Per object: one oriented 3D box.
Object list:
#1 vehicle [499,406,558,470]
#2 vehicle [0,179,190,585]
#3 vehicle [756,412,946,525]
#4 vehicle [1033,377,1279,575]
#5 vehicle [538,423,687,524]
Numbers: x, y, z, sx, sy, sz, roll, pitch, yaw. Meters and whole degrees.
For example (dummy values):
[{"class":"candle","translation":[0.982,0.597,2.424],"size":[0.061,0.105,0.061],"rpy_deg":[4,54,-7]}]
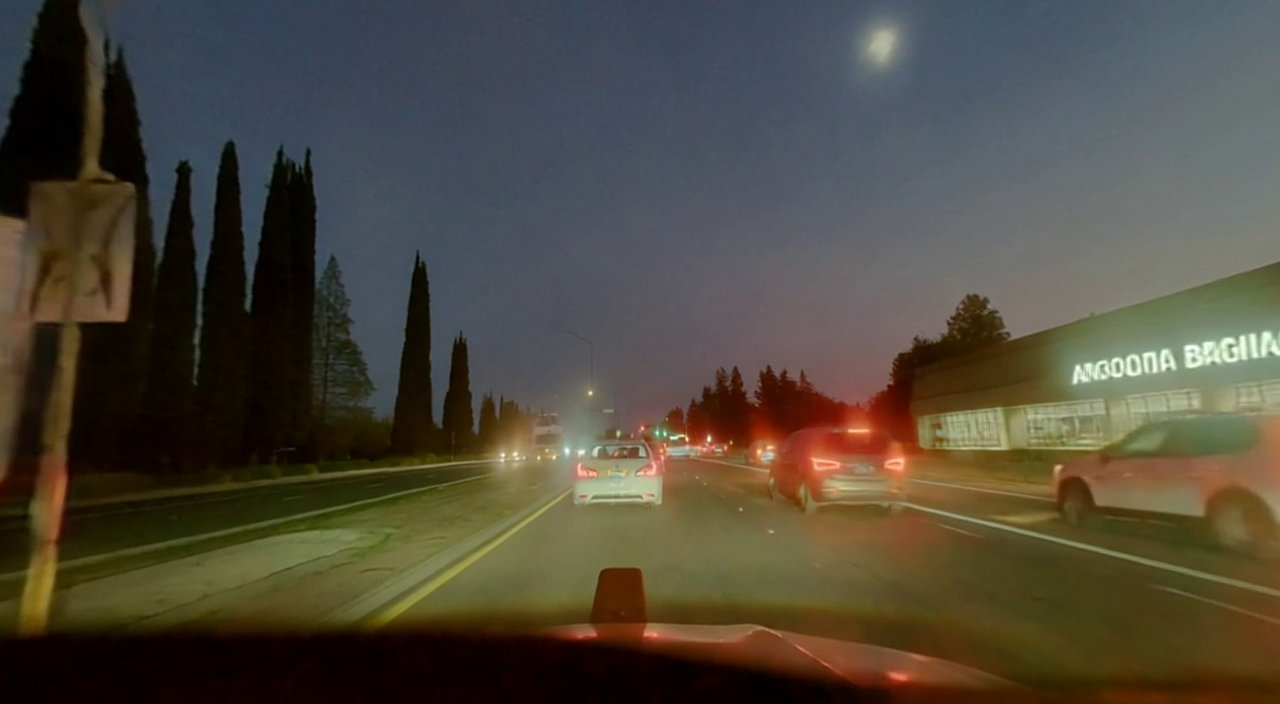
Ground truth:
[{"class":"vehicle","translation":[-8.042,6.372,46.317],"size":[3.043,4.303,6.343],"rpy_deg":[0,-8,1]},{"class":"vehicle","translation":[-8.433,-0.519,1.043],"size":[3.250,4.249,16.263],"rpy_deg":[0,-8,1]},{"class":"vehicle","translation":[3.741,2.175,12.220],"size":[2.090,1.763,4.560],"rpy_deg":[0,-8,0]},{"class":"vehicle","translation":[7.588,1.434,7.578],"size":[2.425,1.936,5.081],"rpy_deg":[0,-8,1]},{"class":"vehicle","translation":[-0.426,2.214,11.912],"size":[2.315,1.563,4.080],"rpy_deg":[0,-8,0]}]
